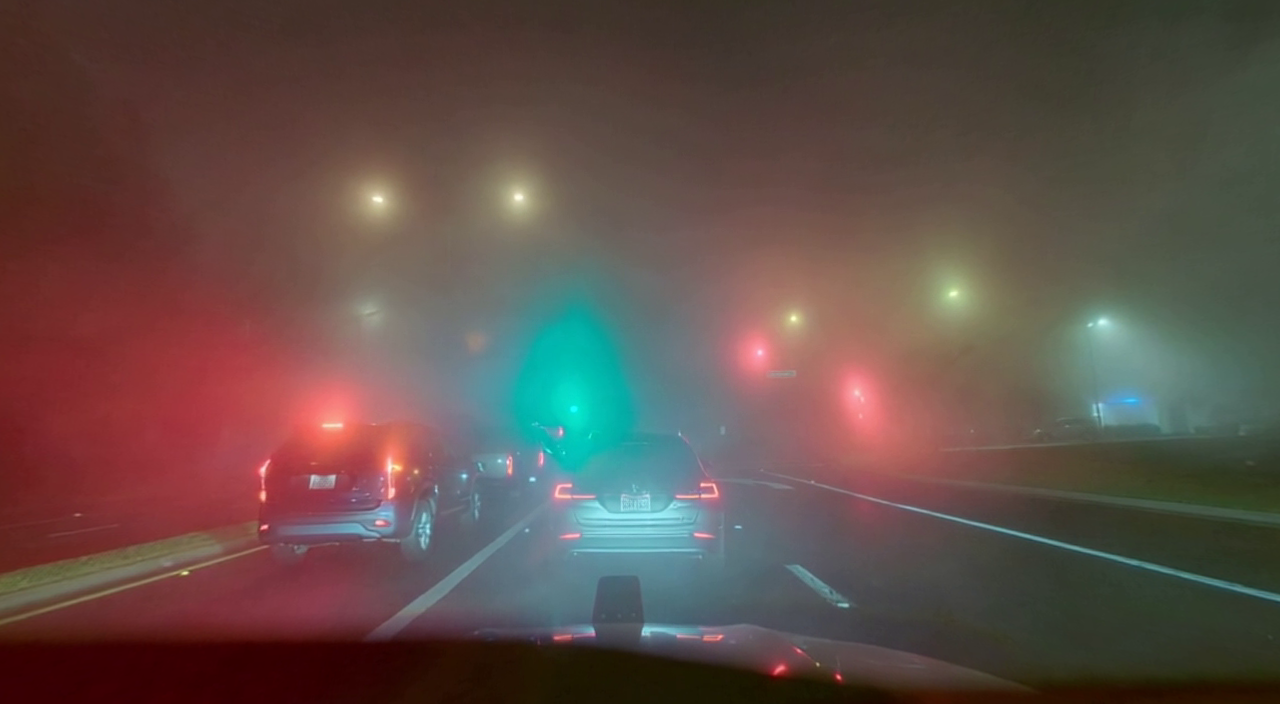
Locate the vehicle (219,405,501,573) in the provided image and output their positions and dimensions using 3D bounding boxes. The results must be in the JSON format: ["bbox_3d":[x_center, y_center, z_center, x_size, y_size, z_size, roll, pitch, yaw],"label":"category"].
[{"bbox_3d":[-3.420,1.755,8.834,2.046,1.751,4.208,0,-8,-1],"label":"vehicle"}]

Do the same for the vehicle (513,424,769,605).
[{"bbox_3d":[-0.046,1.646,7.307,2.126,1.475,3.967,0,-8,-2],"label":"vehicle"}]
